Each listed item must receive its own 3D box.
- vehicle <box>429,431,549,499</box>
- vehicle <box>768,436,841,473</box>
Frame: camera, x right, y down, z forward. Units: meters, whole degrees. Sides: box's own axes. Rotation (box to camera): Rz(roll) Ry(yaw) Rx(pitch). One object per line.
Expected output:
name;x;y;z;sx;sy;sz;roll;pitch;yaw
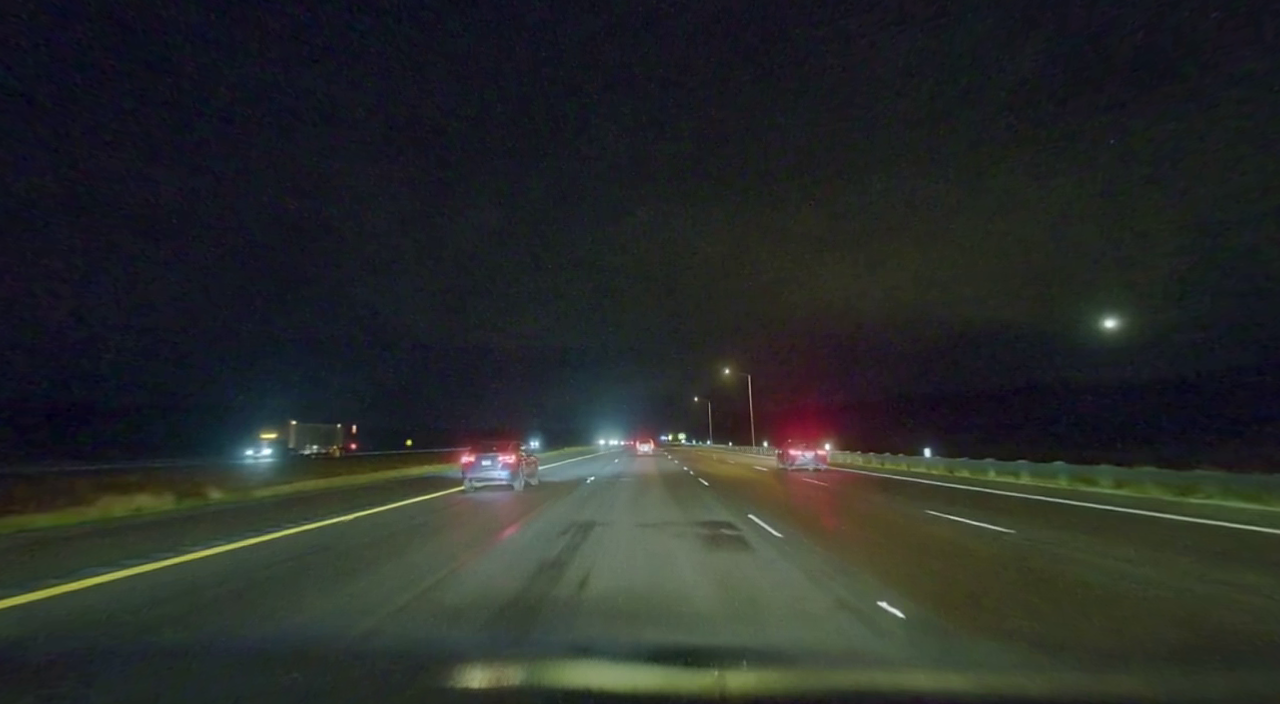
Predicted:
vehicle;-3.819;2.942;16.765;2.050;1.546;4.344;0;-8;1
vehicle;7.269;4.571;28.324;1.870;1.493;5.015;0;-8;-1
